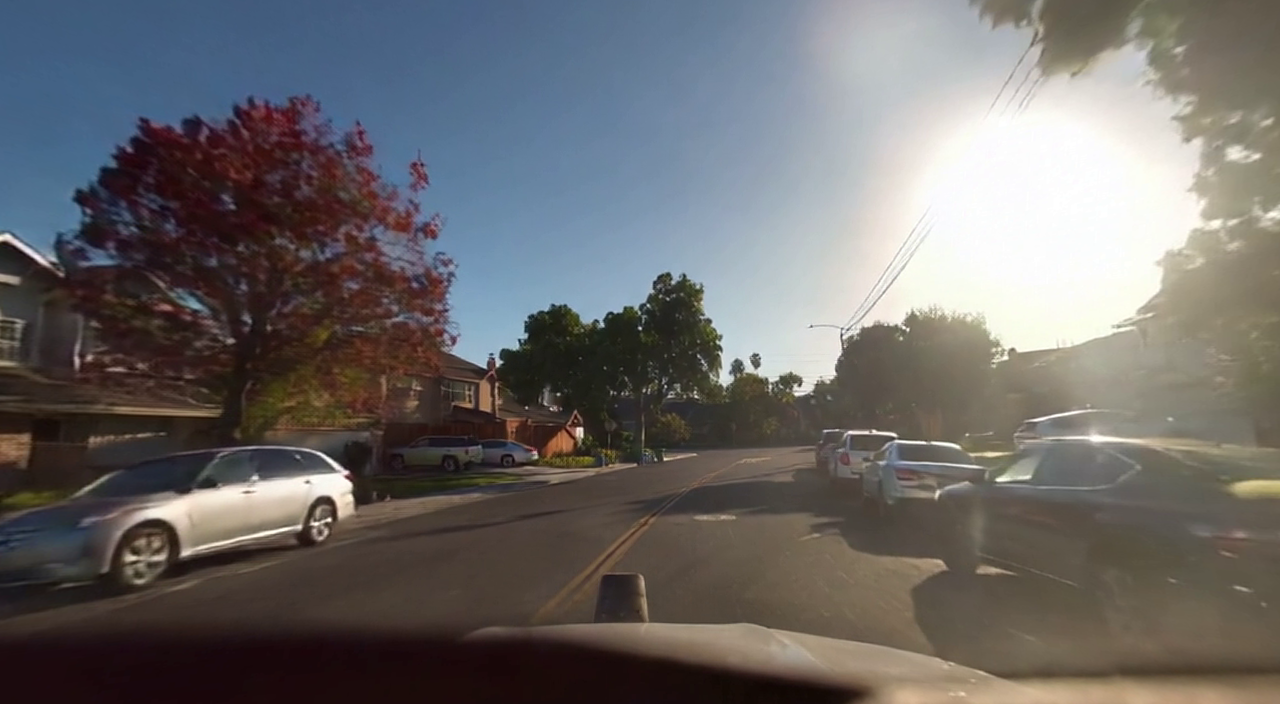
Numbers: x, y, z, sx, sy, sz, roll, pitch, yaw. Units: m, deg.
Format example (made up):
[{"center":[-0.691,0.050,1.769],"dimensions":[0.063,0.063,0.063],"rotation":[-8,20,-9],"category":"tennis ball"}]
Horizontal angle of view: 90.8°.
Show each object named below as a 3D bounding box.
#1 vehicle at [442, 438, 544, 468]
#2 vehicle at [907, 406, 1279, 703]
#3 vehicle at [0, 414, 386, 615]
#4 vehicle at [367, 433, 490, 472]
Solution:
[{"center":[-7.250,5.000,31.393],"dimensions":[4.455,1.419,2.017],"rotation":[-2,-9,14],"category":"vehicle"},{"center":[3.892,1.290,4.833],"dimensions":[2.045,1.478,4.914],"rotation":[-1,-8,7],"category":"vehicle"},{"center":[-5.513,1.758,7.961],"dimensions":[2.030,1.696,4.828],"rotation":[-2,-9,9],"category":"vehicle"},{"center":[-9.155,4.356,27.481],"dimensions":[4.635,1.594,2.132],"rotation":[-3,-9,16],"category":"vehicle"}]
